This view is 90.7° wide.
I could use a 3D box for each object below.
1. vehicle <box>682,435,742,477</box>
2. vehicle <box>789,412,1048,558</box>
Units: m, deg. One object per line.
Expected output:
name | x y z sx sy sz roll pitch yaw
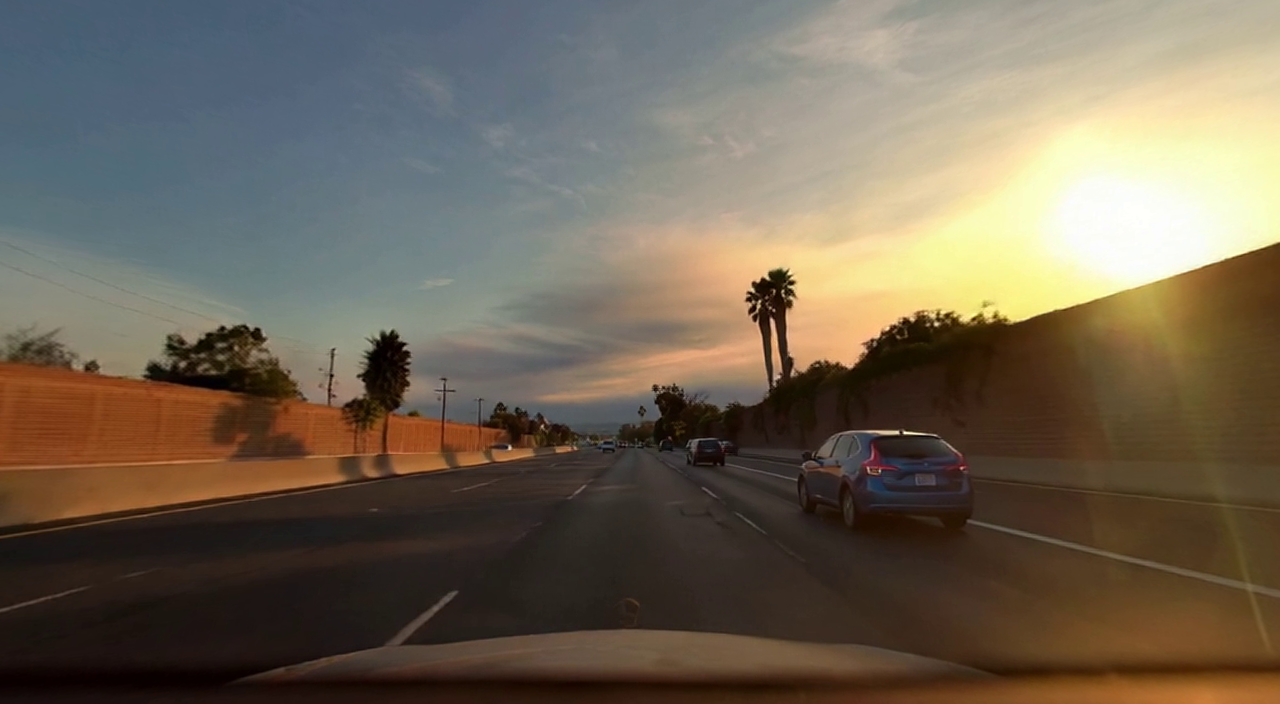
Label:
vehicle | 3.108 4.618 28.245 2.045 1.688 4.313 0 -9 -2
vehicle | 3.771 1.871 9.575 1.910 1.696 4.187 0 -8 -1
